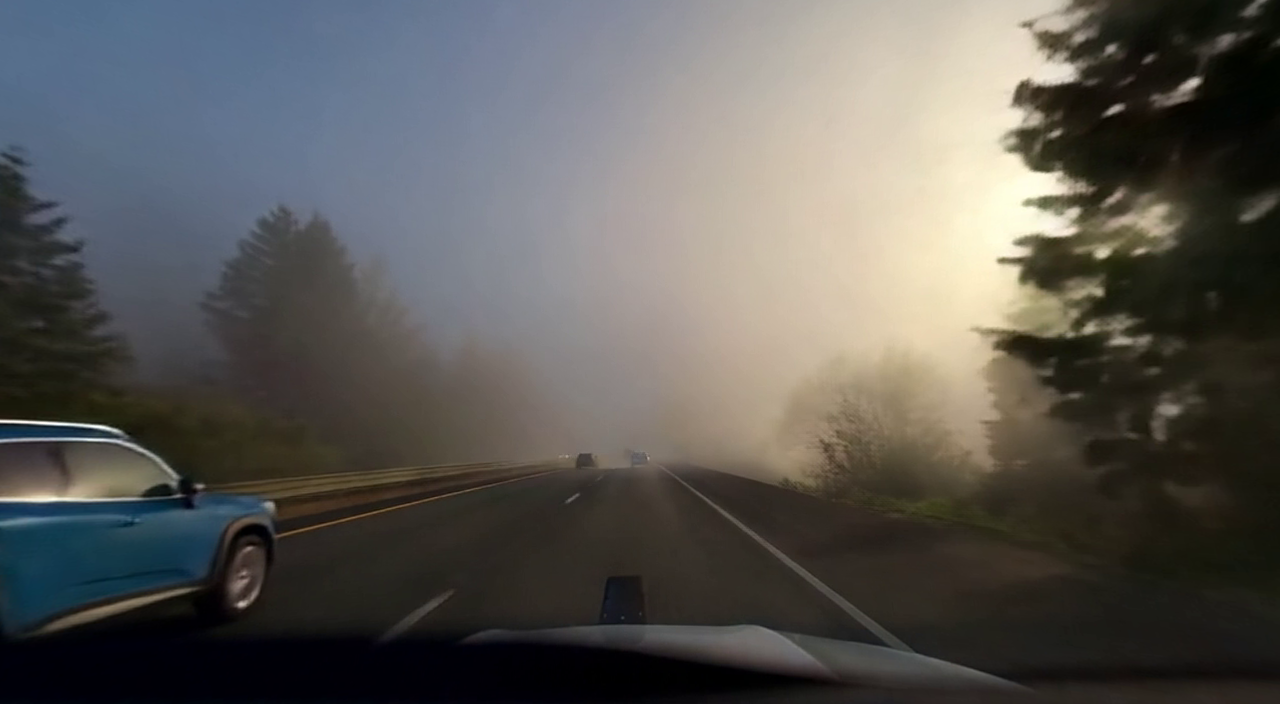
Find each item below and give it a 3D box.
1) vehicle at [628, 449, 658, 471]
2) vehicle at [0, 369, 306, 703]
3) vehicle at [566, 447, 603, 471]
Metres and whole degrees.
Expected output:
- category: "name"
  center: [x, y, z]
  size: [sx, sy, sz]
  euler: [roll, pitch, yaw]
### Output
- category: "vehicle"
  center: [0.205, 7.719, 45.240]
  size: [2.046, 1.452, 4.407]
  euler: [0, -9, 0]
- category: "vehicle"
  center: [-3.871, 0.969, 3.116]
  size: [2.100, 1.667, 4.223]
  euler: [0, -9, 0]
- category: "vehicle"
  center: [-3.949, 7.704, 45.632]
  size: [2.182, 1.629, 4.263]
  euler: [0, -9, 1]
